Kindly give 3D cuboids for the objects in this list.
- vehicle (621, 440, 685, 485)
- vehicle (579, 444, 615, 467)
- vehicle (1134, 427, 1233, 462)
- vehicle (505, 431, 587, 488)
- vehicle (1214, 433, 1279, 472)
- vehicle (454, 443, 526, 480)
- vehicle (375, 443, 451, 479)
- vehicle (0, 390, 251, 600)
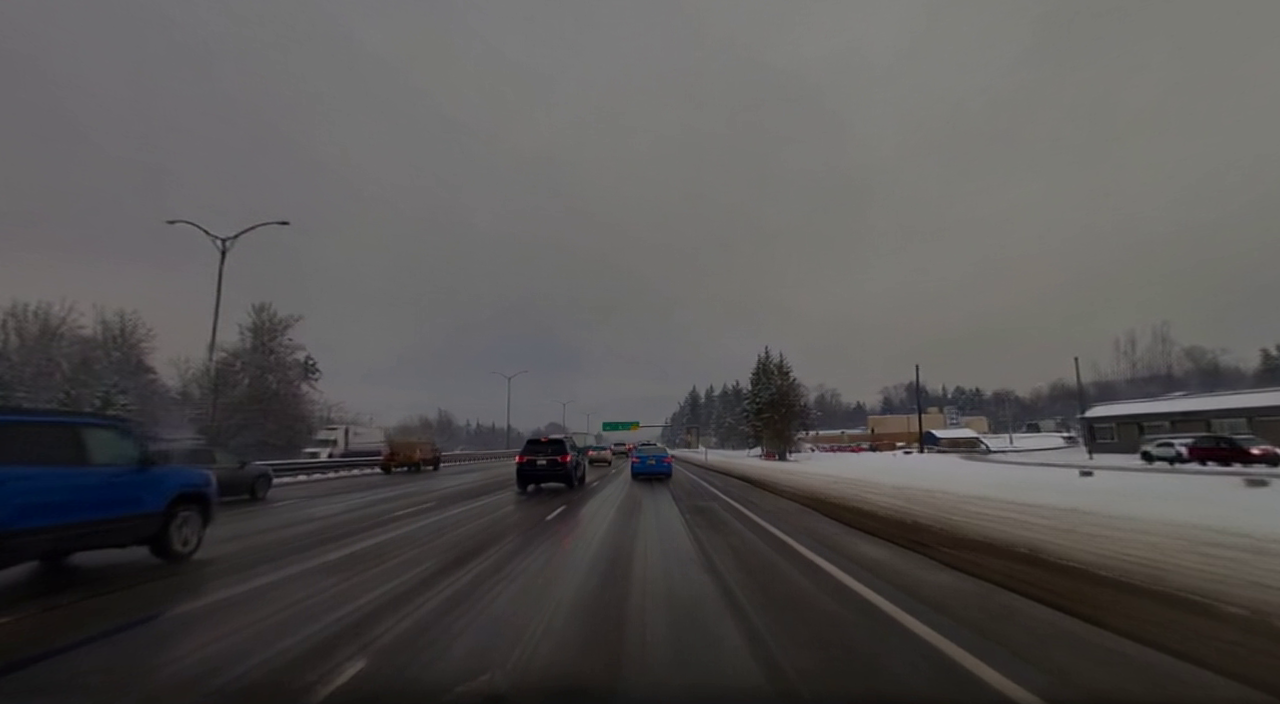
[{"bbox_3d":[0.435,3.903,22.592,2.090,1.474,3.970,0,-8,1],"label":"vehicle"},{"bbox_3d":[-2.933,7.156,43.823,2.048,1.497,4.466,0,-8,1],"label":"vehicle"},{"bbox_3d":[30.862,5.299,35.968,1.939,1.888,3.984,0,-9,-1],"label":"vehicle"},{"bbox_3d":[-3.080,3.645,21.648,2.007,1.730,4.412,0,-8,1],"label":"vehicle"},{"bbox_3d":[30.856,4.825,30.479,1.858,1.741,4.683,-2,-7,1],"label":"vehicle"},{"bbox_3d":[-6.321,4.650,27.110,1.933,1.439,4.441,0,-8,1],"label":"vehicle"},{"bbox_3d":[-10.102,4.855,28.417,1.861,1.495,4.007,0,-8,1],"label":"vehicle"},{"bbox_3d":[-6.615,1.395,6.504,2.125,1.804,4.864,0,-8,-1],"label":"vehicle"}]
